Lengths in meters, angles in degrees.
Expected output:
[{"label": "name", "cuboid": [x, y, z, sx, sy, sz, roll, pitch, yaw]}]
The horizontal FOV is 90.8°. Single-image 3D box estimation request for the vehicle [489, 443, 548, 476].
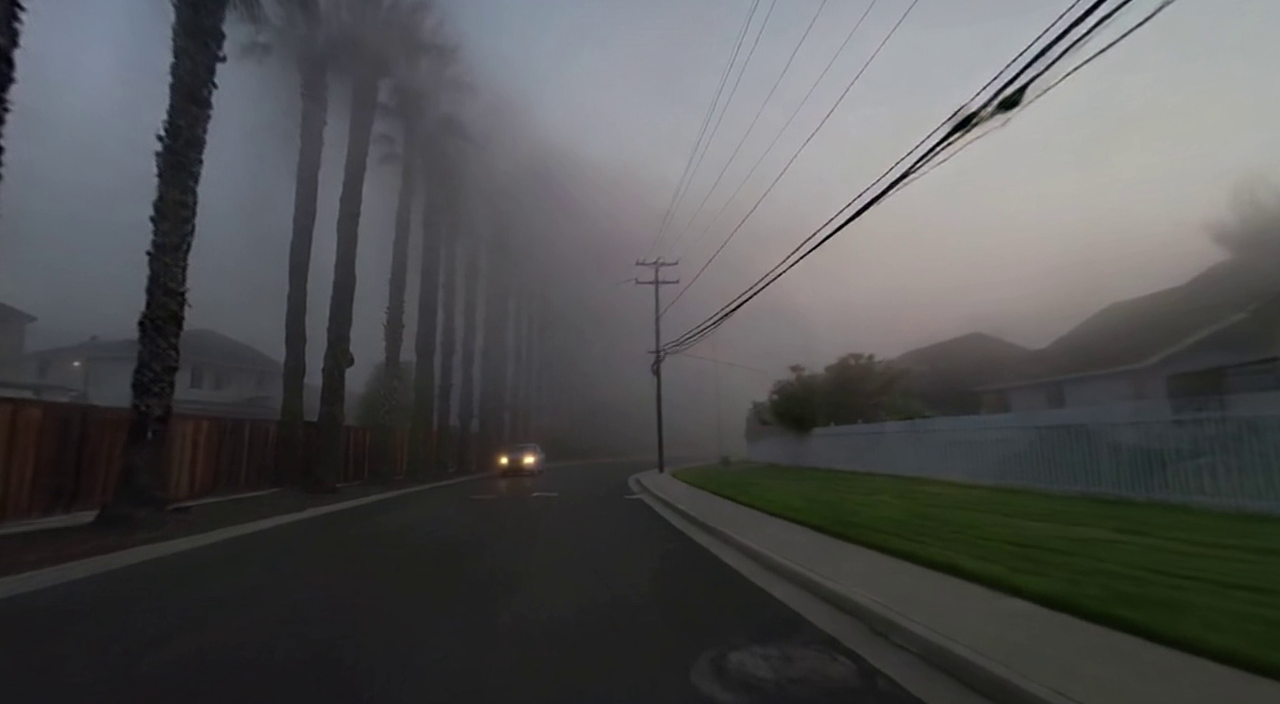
[{"label": "vehicle", "cuboid": [-6.735, 6.021, 35.691, 2.208, 1.758, 4.529, 0, -8, 3]}]
